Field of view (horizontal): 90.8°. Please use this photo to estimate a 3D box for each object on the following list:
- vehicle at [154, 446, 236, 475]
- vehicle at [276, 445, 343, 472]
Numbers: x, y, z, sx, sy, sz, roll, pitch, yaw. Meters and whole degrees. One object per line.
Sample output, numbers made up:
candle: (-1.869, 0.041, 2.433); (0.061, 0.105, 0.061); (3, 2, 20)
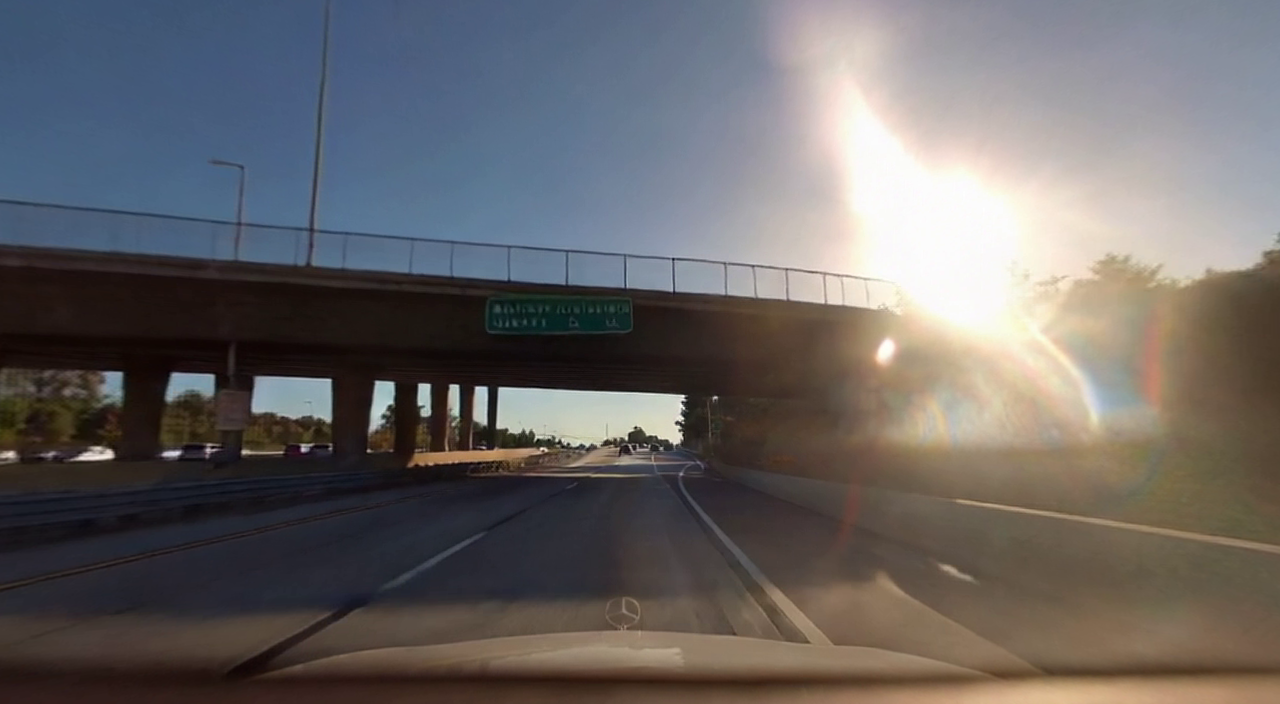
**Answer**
vehicle: (-25.156, 6.132, 35.939); (1.829, 1.520, 4.505); (1, -9, -7)
vehicle: (-20.428, 6.570, 39.241); (2.271, 1.537, 4.029); (1, -9, -6)
